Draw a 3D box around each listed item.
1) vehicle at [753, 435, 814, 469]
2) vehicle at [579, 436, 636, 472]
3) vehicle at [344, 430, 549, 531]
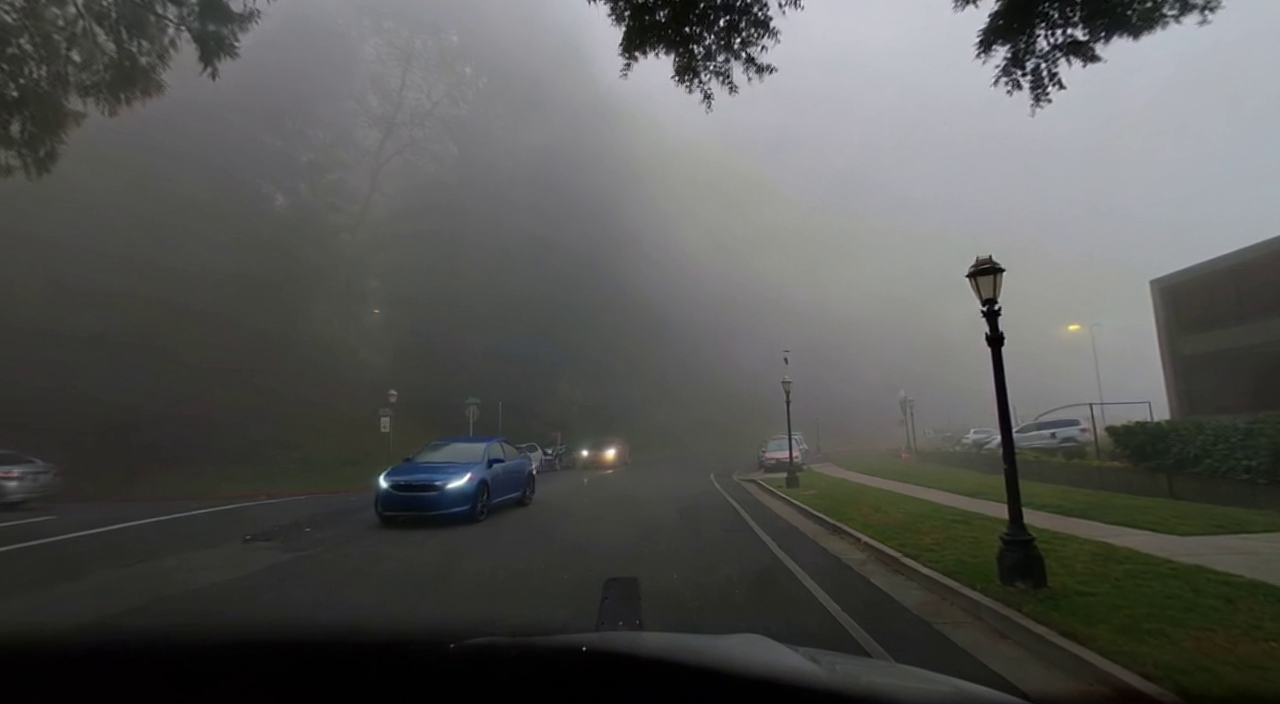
[{"bbox_3d":[6.678,4.696,29.792,1.918,1.461,4.419,0,-8,1],"label":"vehicle"},{"bbox_3d":[-1.544,5.091,31.746,2.110,1.651,4.410,-1,-9,7],"label":"vehicle"},{"bbox_3d":[-3.286,2.298,11.918,2.056,1.508,4.596,-1,-9,5],"label":"vehicle"}]
